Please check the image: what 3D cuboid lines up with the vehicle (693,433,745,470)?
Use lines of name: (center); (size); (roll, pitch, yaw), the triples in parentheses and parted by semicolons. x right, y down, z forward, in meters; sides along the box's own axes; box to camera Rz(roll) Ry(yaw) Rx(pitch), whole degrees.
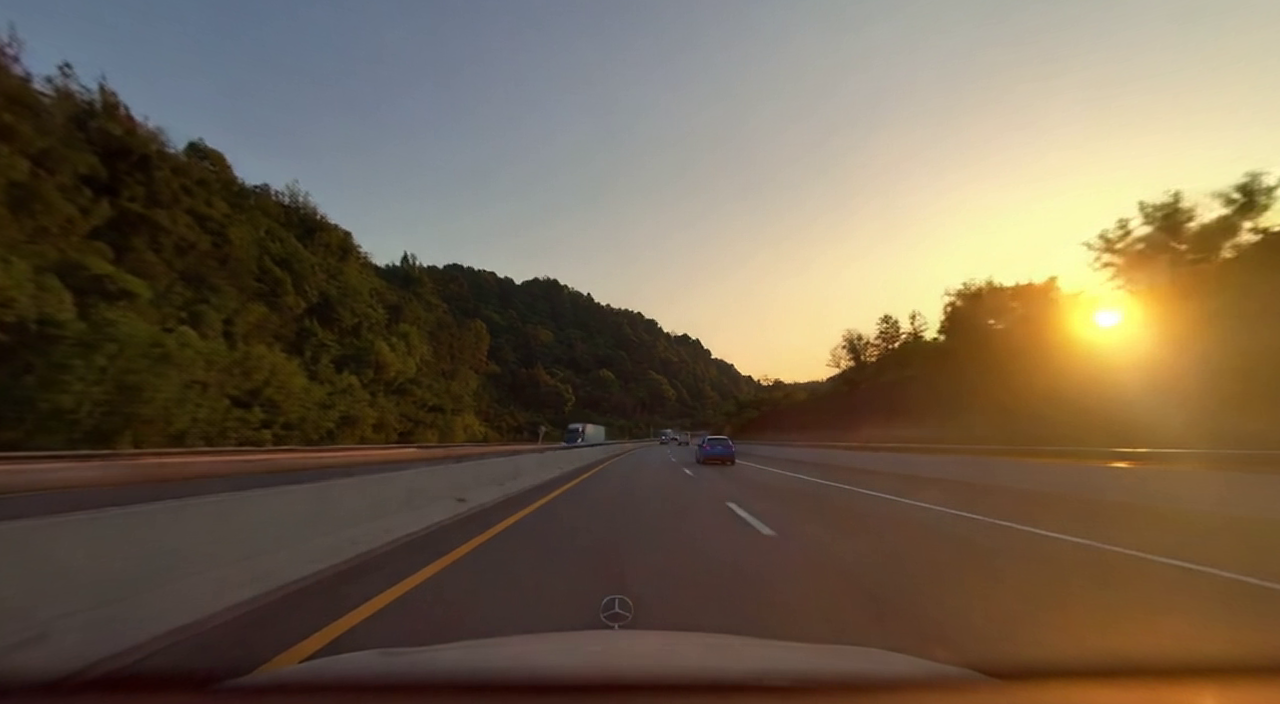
vehicle: (3.811, 4.870, 31.094); (2.022, 1.663, 4.245); (0, -8, 0)
